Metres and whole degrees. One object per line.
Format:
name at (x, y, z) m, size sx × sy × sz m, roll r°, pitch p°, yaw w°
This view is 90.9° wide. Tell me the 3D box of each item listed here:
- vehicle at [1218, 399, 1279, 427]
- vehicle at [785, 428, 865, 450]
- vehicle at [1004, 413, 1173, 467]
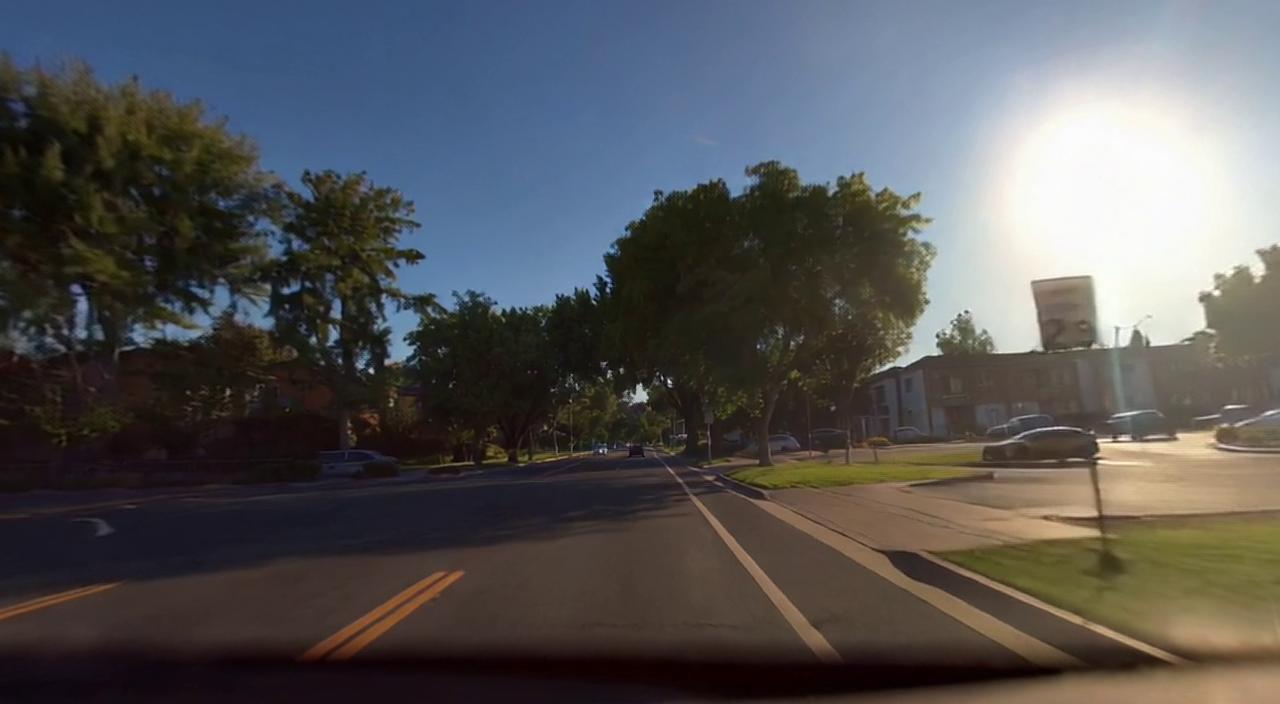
vehicle at (40.601, 3.972, 40.744) m, size 1.932 × 1.631 × 4.750 m, roll 0°, pitch -8°, yaw 0°
vehicle at (12.723, 6.012, 43.602) m, size 4.955 × 1.489 × 2.002 m, roll 0°, pitch -8°, yaw 2°
vehicle at (13.723, 2.762, 19.713) m, size 1.927 × 1.464 × 4.644 m, roll 0°, pitch -8°, yaw 1°
